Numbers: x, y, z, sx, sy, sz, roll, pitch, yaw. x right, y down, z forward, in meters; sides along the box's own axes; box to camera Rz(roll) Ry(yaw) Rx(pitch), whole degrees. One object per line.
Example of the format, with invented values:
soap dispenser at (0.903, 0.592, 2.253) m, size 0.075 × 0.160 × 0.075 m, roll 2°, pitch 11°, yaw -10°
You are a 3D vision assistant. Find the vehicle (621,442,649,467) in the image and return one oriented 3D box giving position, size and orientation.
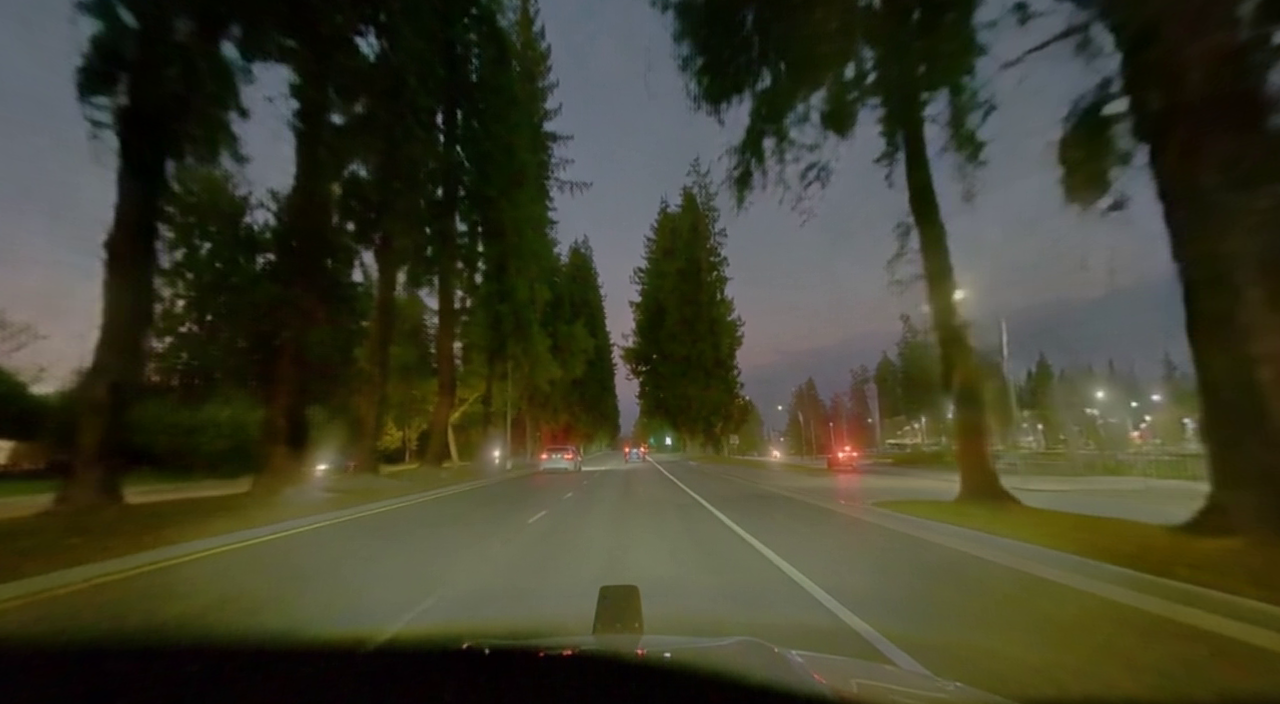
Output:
vehicle at (-0.381, 7.692, 47.709) m, size 2.018 × 1.769 × 3.897 m, roll 0°, pitch -8°, yaw -1°

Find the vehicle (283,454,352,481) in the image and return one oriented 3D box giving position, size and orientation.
vehicle at (-19.977, 7.165, 39.385) m, size 1.872 × 1.479 × 4.643 m, roll 0°, pitch -8°, yaw 0°

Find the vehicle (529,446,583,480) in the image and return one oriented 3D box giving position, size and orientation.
vehicle at (-3.865, 5.143, 29.649) m, size 1.917 × 1.448 × 4.178 m, roll 0°, pitch -8°, yaw 0°
